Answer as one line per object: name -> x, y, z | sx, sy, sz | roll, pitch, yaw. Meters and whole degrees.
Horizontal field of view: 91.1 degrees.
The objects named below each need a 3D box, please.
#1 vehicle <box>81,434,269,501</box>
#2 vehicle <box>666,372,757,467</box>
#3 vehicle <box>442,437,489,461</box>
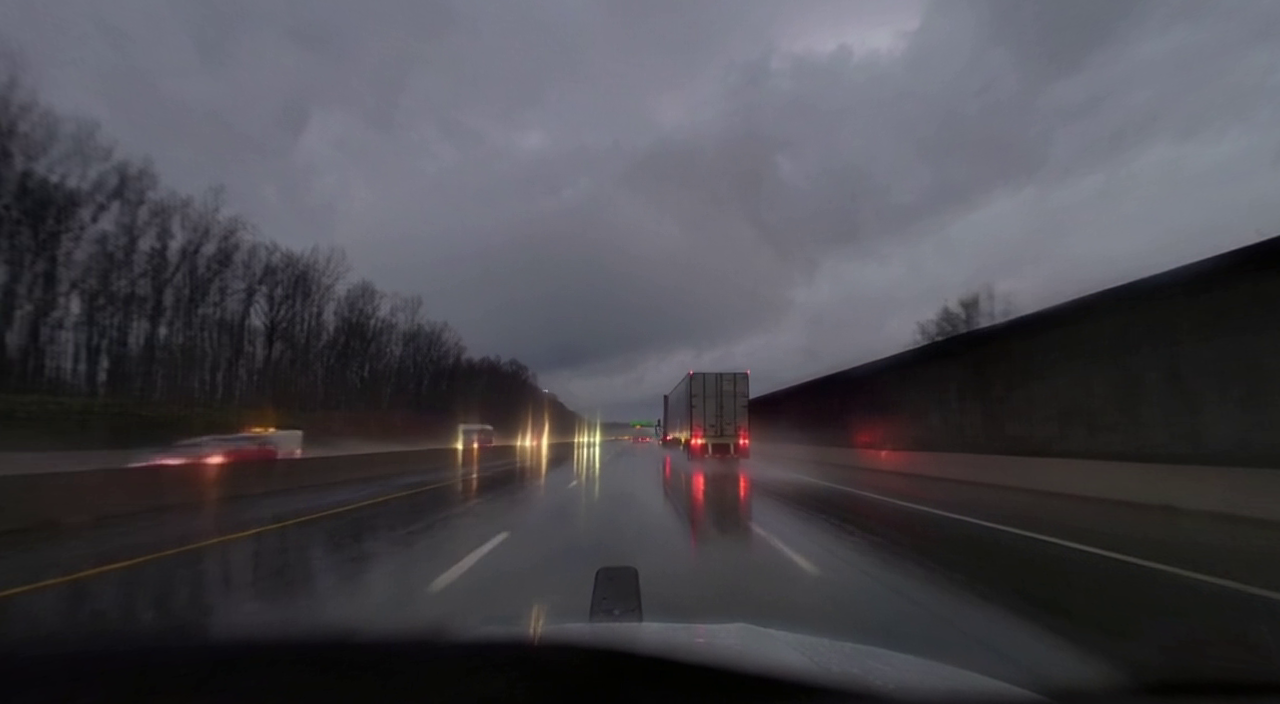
vehicle -> -12.175, 3.002, 16.882 | 1.838, 1.534, 4.240 | 0, -8, -1
vehicle -> 3.465, 3.970, 35.590 | 2.979, 4.161, 15.508 | 1, -7, -2
vehicle -> -12.191, 6.768, 44.196 | 1.933, 1.543, 4.960 | 0, -8, 0
